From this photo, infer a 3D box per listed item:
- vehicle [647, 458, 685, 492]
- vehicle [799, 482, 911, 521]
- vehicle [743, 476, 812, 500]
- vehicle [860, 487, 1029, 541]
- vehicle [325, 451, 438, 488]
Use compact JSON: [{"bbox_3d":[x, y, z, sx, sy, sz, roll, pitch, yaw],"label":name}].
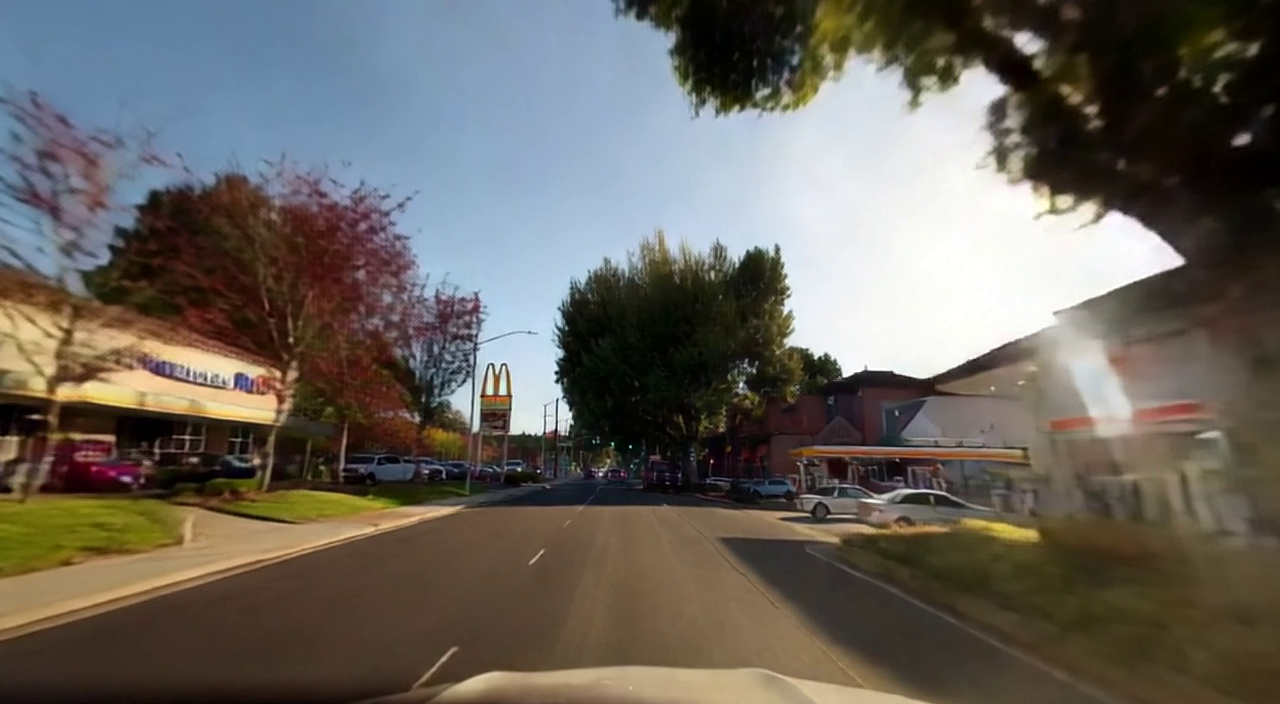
[{"bbox_3d":[1.688,8.313,42.816,2.153,2.074,5.188,1,-10,-2],"label":"vehicle"},{"bbox_3d":[9.223,6.453,27.271,4.169,1.474,1.850,1,-10,-3],"label":"vehicle"},{"bbox_3d":[9.025,8.974,41.621,4.123,1.446,1.807,2,-10,-3],"label":"vehicle"},{"bbox_3d":[9.473,5.067,19.866,4.316,1.462,1.921,2,-10,-3],"label":"vehicle"},{"bbox_3d":[-12.564,5.737,30.792,4.575,1.641,2.006,11,-14,-43],"label":"vehicle"}]
